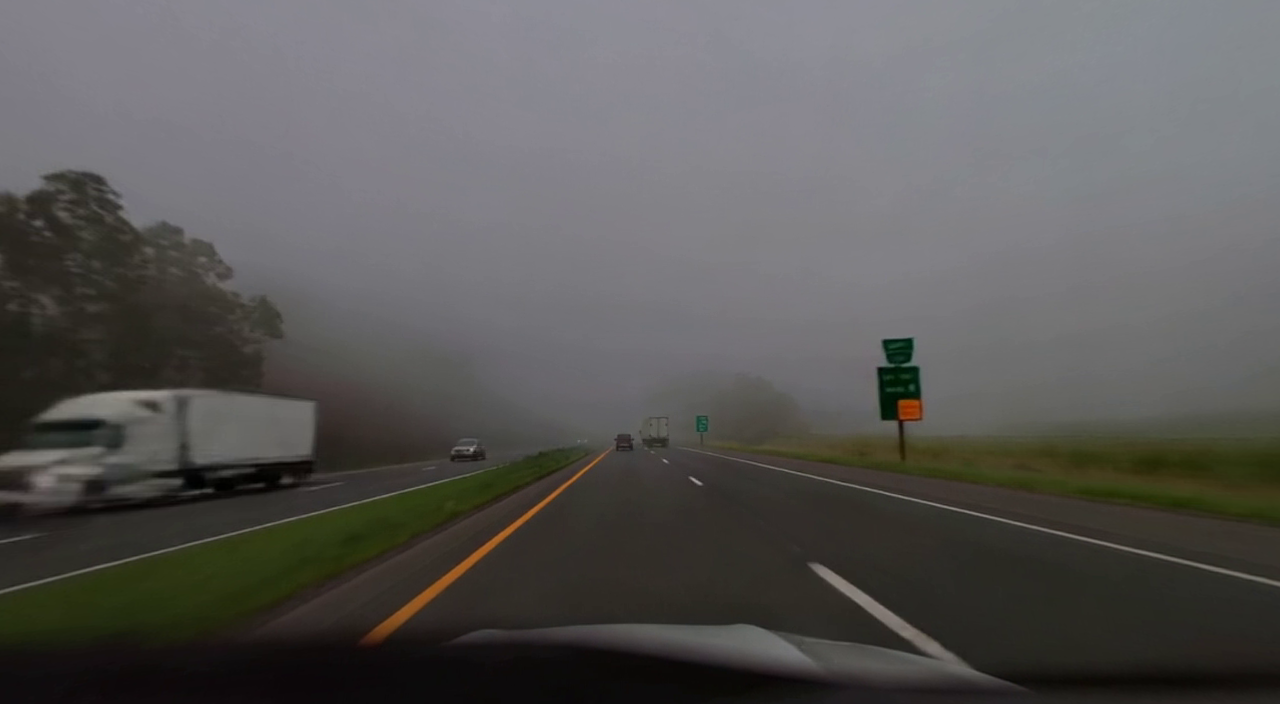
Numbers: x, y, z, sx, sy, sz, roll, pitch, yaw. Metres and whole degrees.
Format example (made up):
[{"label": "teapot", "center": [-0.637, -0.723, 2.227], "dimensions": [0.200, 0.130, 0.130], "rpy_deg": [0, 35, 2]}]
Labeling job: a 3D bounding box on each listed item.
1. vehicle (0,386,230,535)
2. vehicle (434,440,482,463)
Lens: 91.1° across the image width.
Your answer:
[{"label": "vehicle", "center": [-12.469, 2.323, 14.227], "dimensions": [2.337, 2.633, 5.925], "rpy_deg": [0, -8, 0]}, {"label": "vehicle", "center": [-12.796, 7.009, 44.496], "dimensions": [1.985, 1.544, 4.619], "rpy_deg": [0, -8, 0]}]
